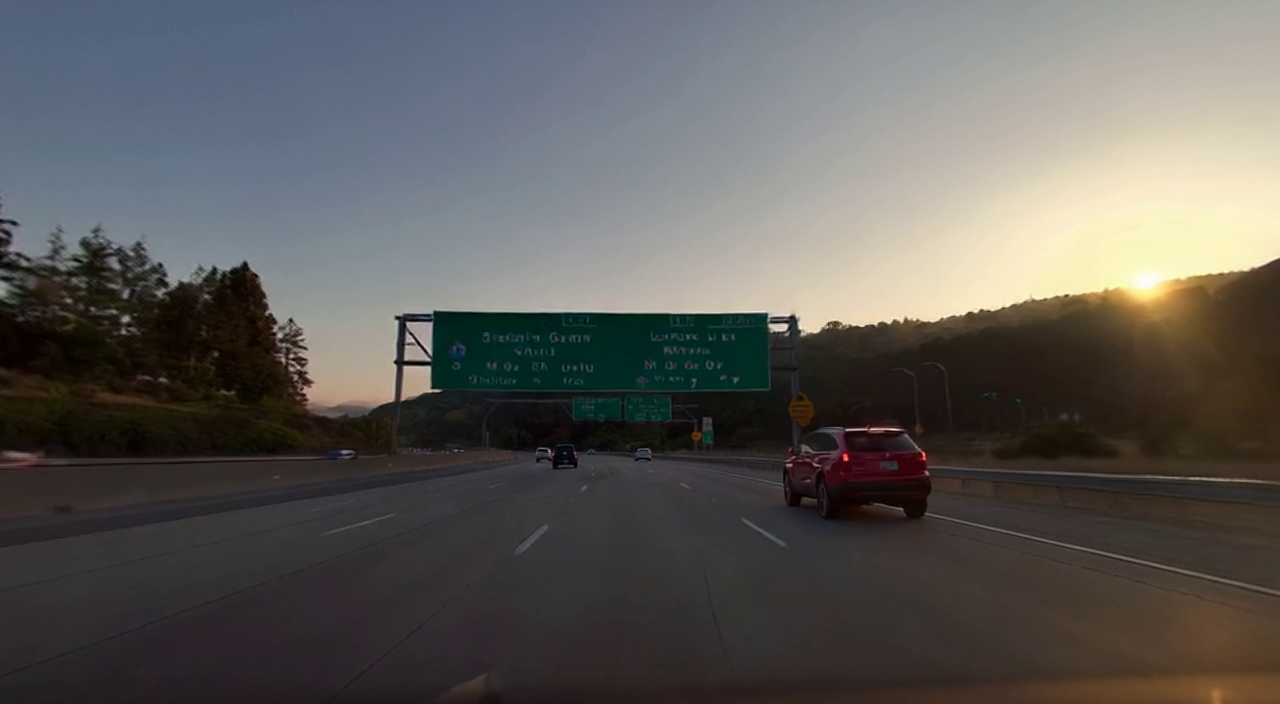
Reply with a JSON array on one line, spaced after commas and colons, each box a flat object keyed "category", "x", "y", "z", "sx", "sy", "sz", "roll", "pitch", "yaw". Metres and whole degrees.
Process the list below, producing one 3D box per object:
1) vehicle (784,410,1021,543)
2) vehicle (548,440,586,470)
[{"category": "vehicle", "x": 4.362, "y": 2.162, "z": 11.607, "sx": 2.103, "sy": 1.903, "sz": 4.837, "roll": 0, "pitch": -9, "yaw": -2}, {"category": "vehicle", "x": -5.552, "y": 7.894, "z": 48.583, "sx": 2.537, "sy": 2.121, "sz": 5.251, "roll": 0, "pitch": -9, "yaw": -3}]
